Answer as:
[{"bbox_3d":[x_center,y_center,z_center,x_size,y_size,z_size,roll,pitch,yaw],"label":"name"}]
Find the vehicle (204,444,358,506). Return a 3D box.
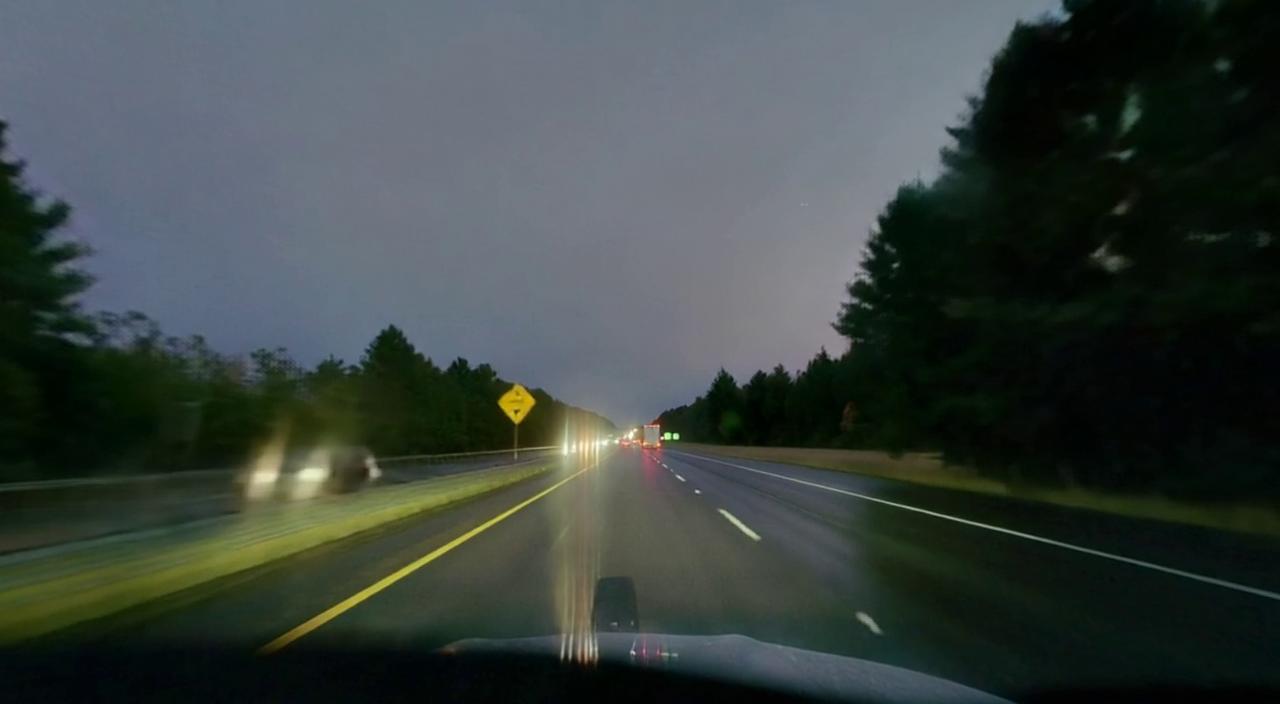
[{"bbox_3d":[-9.634,3.279,17.361,1.812,1.460,4.228,0,-8,-1],"label":"vehicle"}]
